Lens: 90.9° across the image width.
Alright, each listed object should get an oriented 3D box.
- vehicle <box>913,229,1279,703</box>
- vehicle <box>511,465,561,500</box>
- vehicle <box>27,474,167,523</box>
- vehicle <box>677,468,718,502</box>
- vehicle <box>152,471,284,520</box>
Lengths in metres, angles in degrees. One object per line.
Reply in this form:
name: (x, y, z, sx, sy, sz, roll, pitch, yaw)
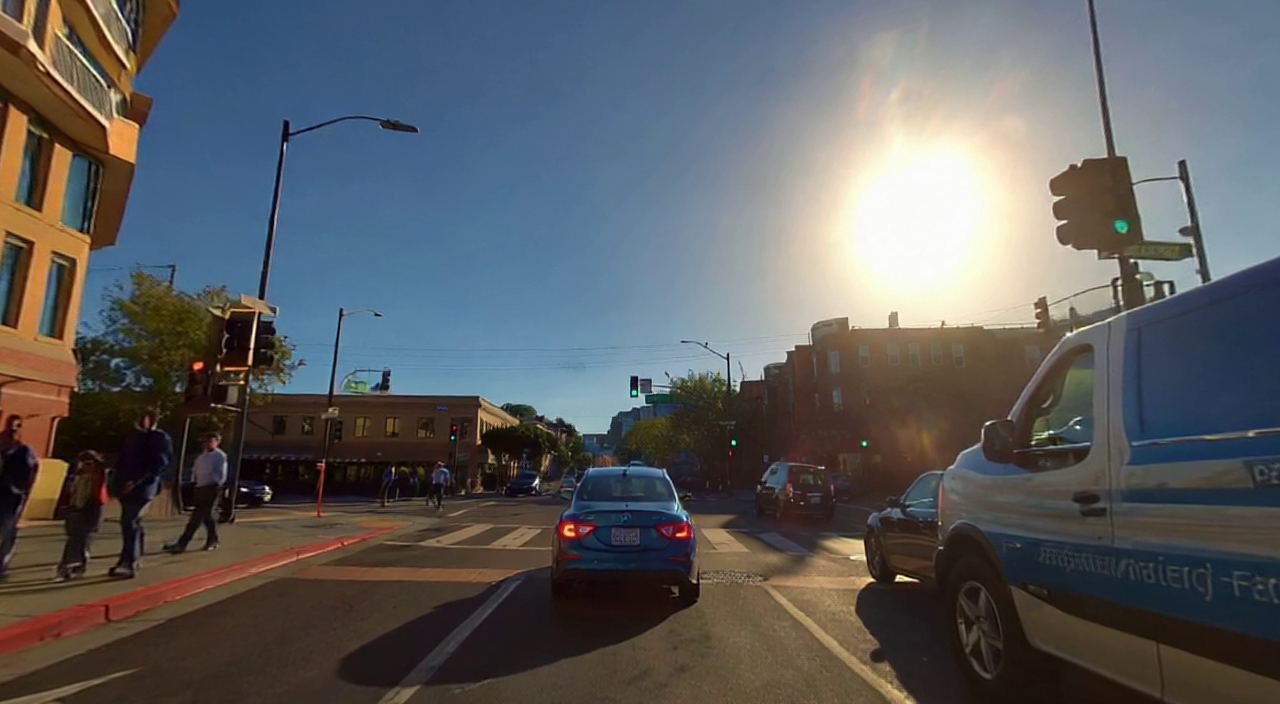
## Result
vehicle: (3.200, 0.534, 1.215, 2.632, 1.979, 6.096, 0, -9, 0)
vehicle: (-6.344, 8.005, 38.986, 2.226, 1.896, 4.438, -1, -9, 1)
vehicle: (-25.457, 6.850, 29.698, 4.588, 2.048, 2.110, 0, -9, 1)
vehicle: (3.477, 8.130, 38.775, 1.908, 1.741, 4.066, 0, -9, -3)
vehicle: (-19.767, 6.724, 29.679, 4.750, 2.083, 2.002, -1, -9, 3)
